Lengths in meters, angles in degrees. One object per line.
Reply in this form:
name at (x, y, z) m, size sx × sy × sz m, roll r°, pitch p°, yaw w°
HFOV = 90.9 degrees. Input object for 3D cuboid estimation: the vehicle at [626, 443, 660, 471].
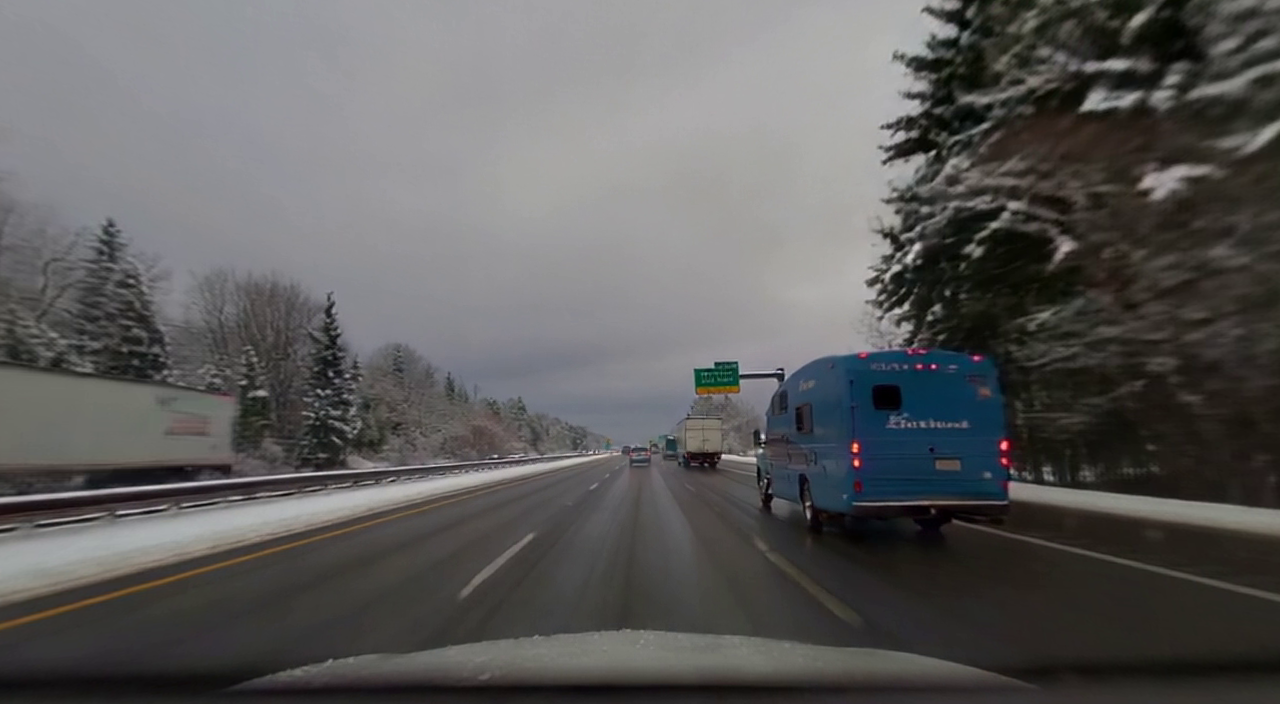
vehicle at (0.180, 6.862, 41.335) m, size 2.151 × 1.678 × 3.923 m, roll 0°, pitch -9°, yaw 0°

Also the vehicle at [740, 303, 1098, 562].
vehicle at (3.801, 1.462, 11.026) m, size 2.698 × 3.001 × 7.323 m, roll 0°, pitch -9°, yaw -1°

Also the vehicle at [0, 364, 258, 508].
vehicle at (-19.382, 2.838, 20.697) m, size 3.059 × 3.980 × 16.984 m, roll 0°, pitch -9°, yaw 0°

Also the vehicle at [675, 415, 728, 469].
vehicle at (4.301, 6.600, 46.061) m, size 2.931 × 3.530 × 8.760 m, roll 0°, pitch -9°, yaw 0°
